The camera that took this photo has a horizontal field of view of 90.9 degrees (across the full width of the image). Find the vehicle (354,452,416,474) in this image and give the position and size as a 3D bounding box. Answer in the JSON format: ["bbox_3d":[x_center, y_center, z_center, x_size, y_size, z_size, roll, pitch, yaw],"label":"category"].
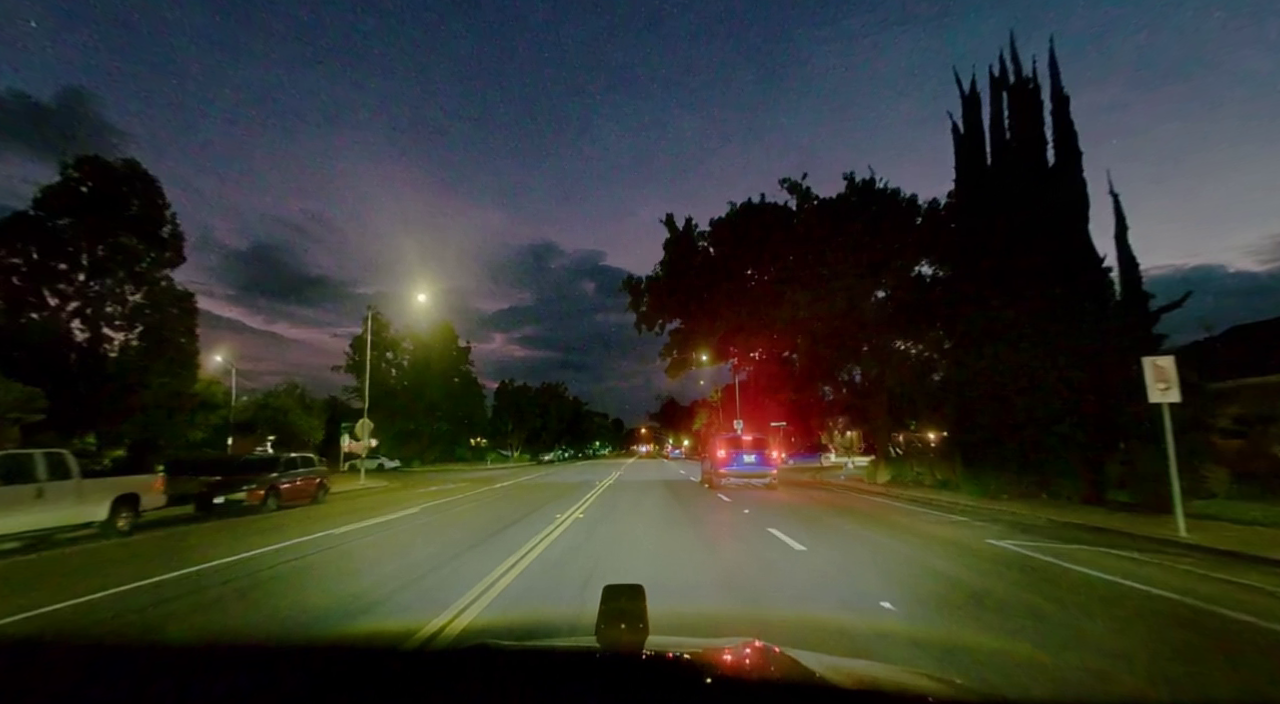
[{"bbox_3d":[-19.821,8.623,49.047,3.986,1.665,1.888,-1,-8,2],"label":"vehicle"}]

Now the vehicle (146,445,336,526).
[{"bbox_3d":[-10.469,3.467,17.096,2.037,1.790,4.676,-2,-9,1],"label":"vehicle"}]

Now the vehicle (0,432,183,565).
[{"bbox_3d":[-10.440,2.299,9.957,2.386,1.899,5.278,-3,-9,1],"label":"vehicle"}]

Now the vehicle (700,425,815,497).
[{"bbox_3d":[3.426,3.350,19.804,2.497,1.889,5.833,0,-8,0],"label":"vehicle"}]

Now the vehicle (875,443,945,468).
[{"bbox_3d":[16.733,6.410,39.126,3.467,1.520,1.801,0,-8,0],"label":"vehicle"}]

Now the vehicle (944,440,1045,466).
[{"bbox_3d":[22.019,6.295,39.282,5.051,1.527,1.968,0,-10,2],"label":"vehicle"}]
